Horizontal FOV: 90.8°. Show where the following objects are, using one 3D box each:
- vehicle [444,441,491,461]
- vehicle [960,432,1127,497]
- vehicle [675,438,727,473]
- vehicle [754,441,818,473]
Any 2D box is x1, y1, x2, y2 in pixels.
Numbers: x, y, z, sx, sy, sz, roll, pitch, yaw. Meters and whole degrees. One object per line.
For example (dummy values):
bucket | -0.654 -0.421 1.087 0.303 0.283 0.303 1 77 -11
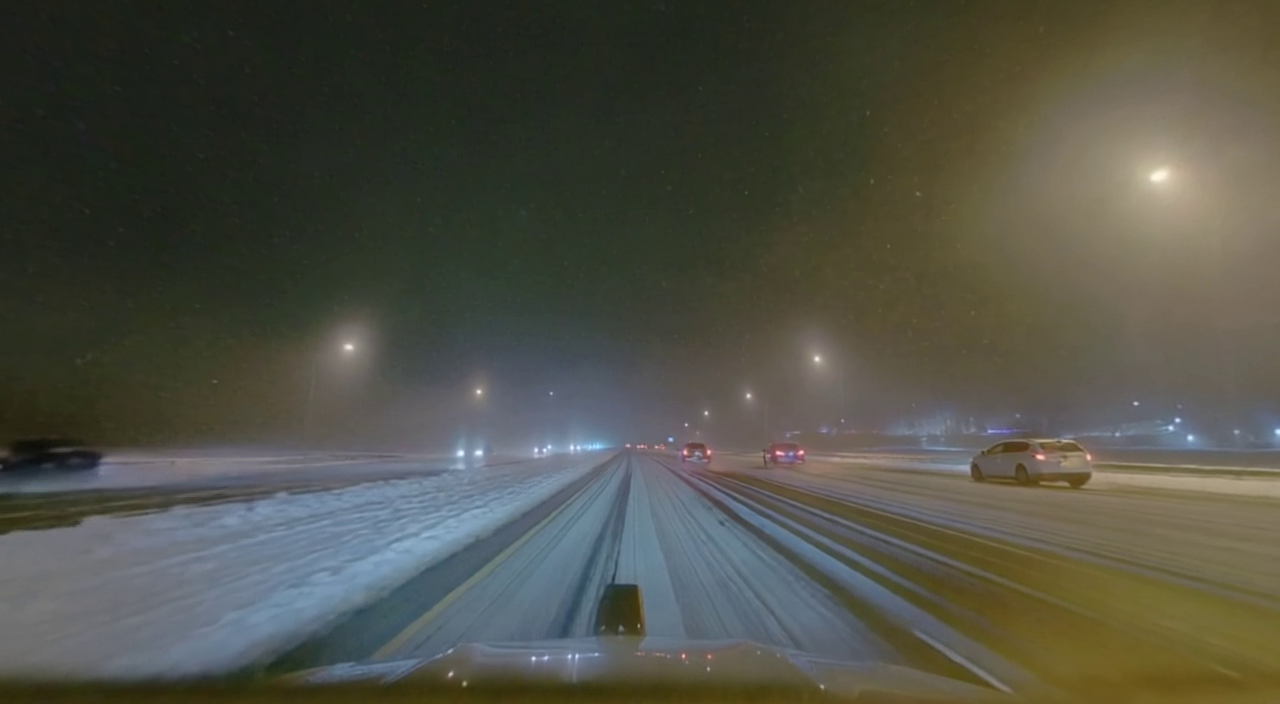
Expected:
vehicle | -10.917 6.300 40.270 1.866 1.163 3.756 0 -8 2
vehicle | 10.936 3.067 17.554 1.844 1.560 4.085 0 -8 -1
vehicle | 2.927 5.115 31.409 1.977 1.601 4.598 0 -8 -2
vehicle | 6.977 5.073 30.682 1.952 1.442 4.259 0 -8 -2
